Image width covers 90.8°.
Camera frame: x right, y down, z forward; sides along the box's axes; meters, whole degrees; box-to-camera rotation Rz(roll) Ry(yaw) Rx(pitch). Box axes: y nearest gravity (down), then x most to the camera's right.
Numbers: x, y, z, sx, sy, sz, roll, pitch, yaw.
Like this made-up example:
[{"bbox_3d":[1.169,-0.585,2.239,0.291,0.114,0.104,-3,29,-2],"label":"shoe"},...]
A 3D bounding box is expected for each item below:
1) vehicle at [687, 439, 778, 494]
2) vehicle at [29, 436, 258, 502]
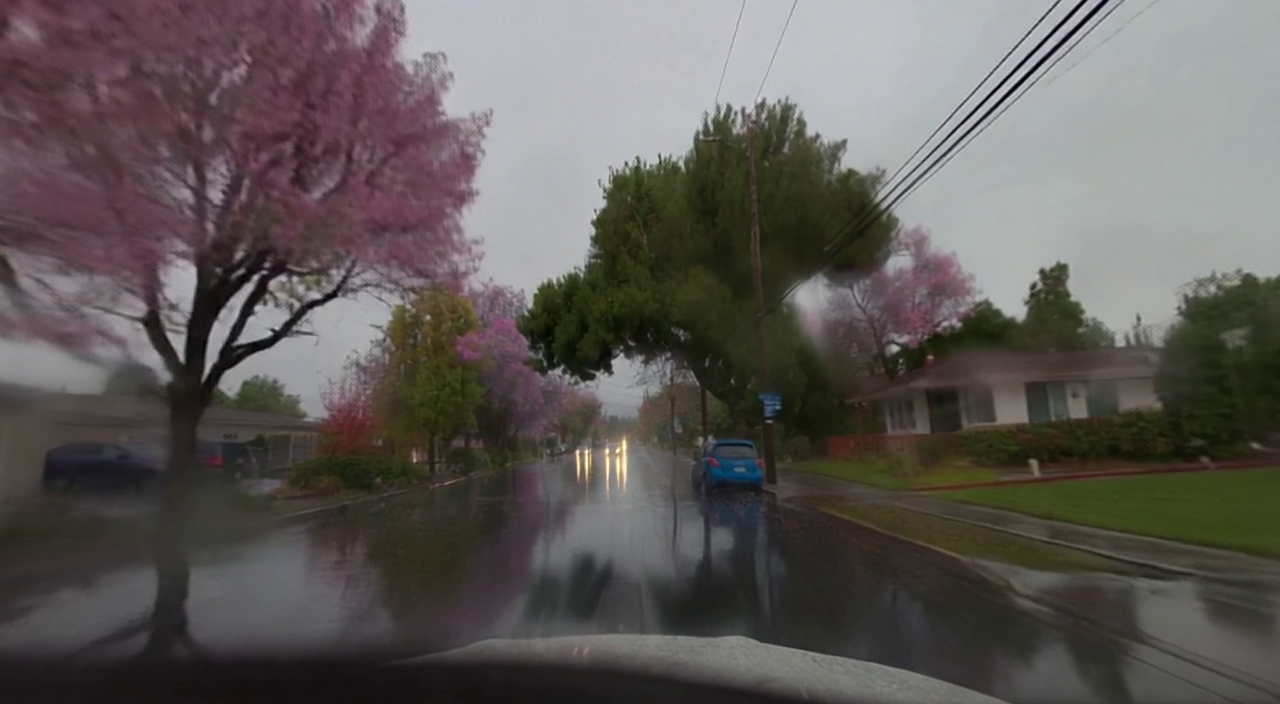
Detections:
[{"bbox_3d":[2.670,3.413,19.291,2.022,1.455,4.406,0,-8,-1],"label":"vehicle"},{"bbox_3d":[-16.635,3.897,21.473,5.902,1.796,2.183,-3,-7,-3],"label":"vehicle"}]
